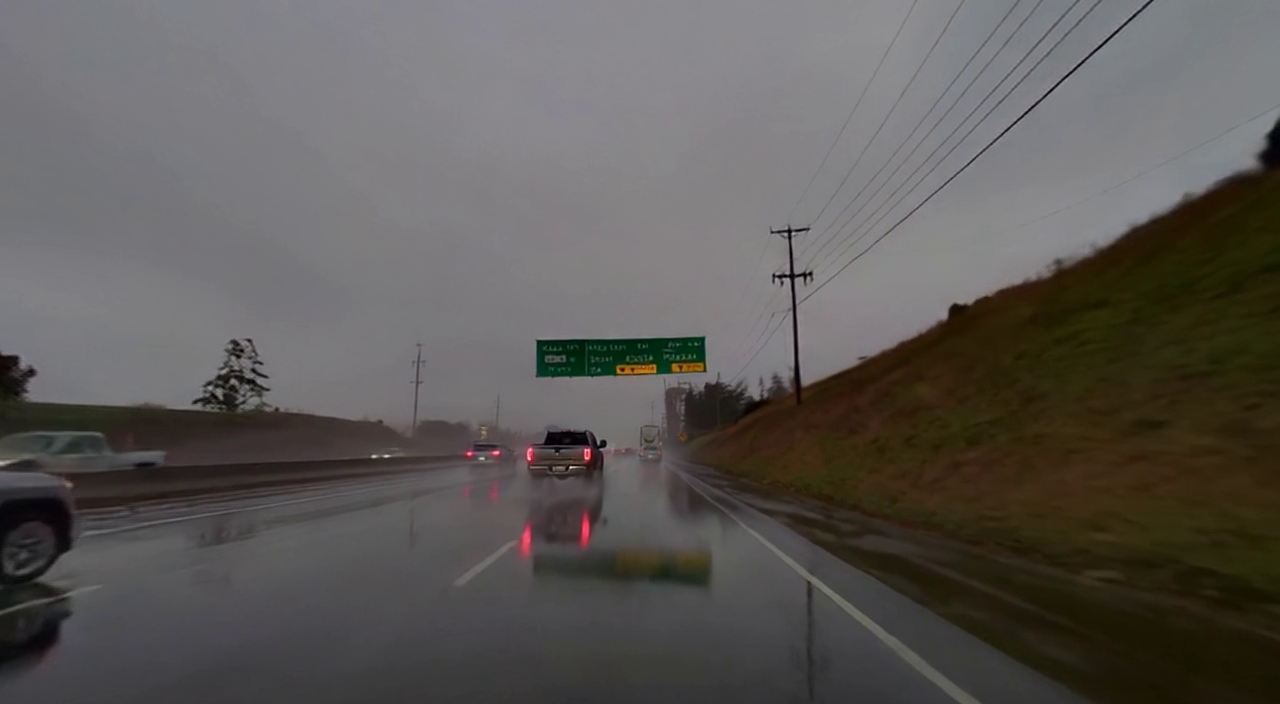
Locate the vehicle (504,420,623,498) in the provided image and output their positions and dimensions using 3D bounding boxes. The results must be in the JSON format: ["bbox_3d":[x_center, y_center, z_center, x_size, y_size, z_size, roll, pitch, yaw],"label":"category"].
[{"bbox_3d":[-2.158,3.371,20.168,2.972,2.087,6.126,0,-9,1],"label":"vehicle"}]

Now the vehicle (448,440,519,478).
[{"bbox_3d":[-7.438,5.130,30.502,2.143,1.688,4.776,0,-9,1],"label":"vehicle"}]

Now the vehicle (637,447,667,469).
[{"bbox_3d":[0.807,7.589,45.202,2.025,1.485,4.310,0,-9,-1],"label":"vehicle"}]
